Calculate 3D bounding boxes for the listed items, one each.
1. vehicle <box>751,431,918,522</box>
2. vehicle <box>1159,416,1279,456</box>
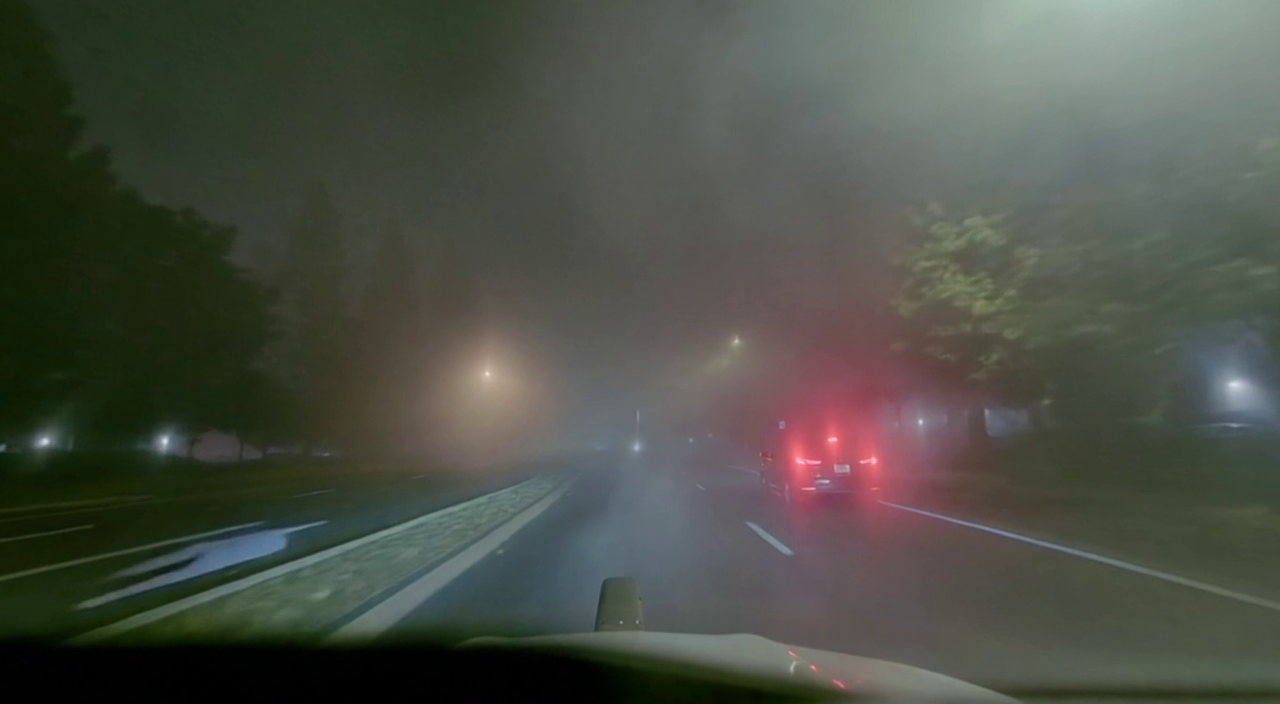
[{"bbox_3d":[3.522,2.315,12.331,1.852,1.453,4.083,0,-8,-2],"label":"vehicle"},{"bbox_3d":[26.217,3.676,27.527,5.085,1.657,2.372,0,-8,0],"label":"vehicle"}]
